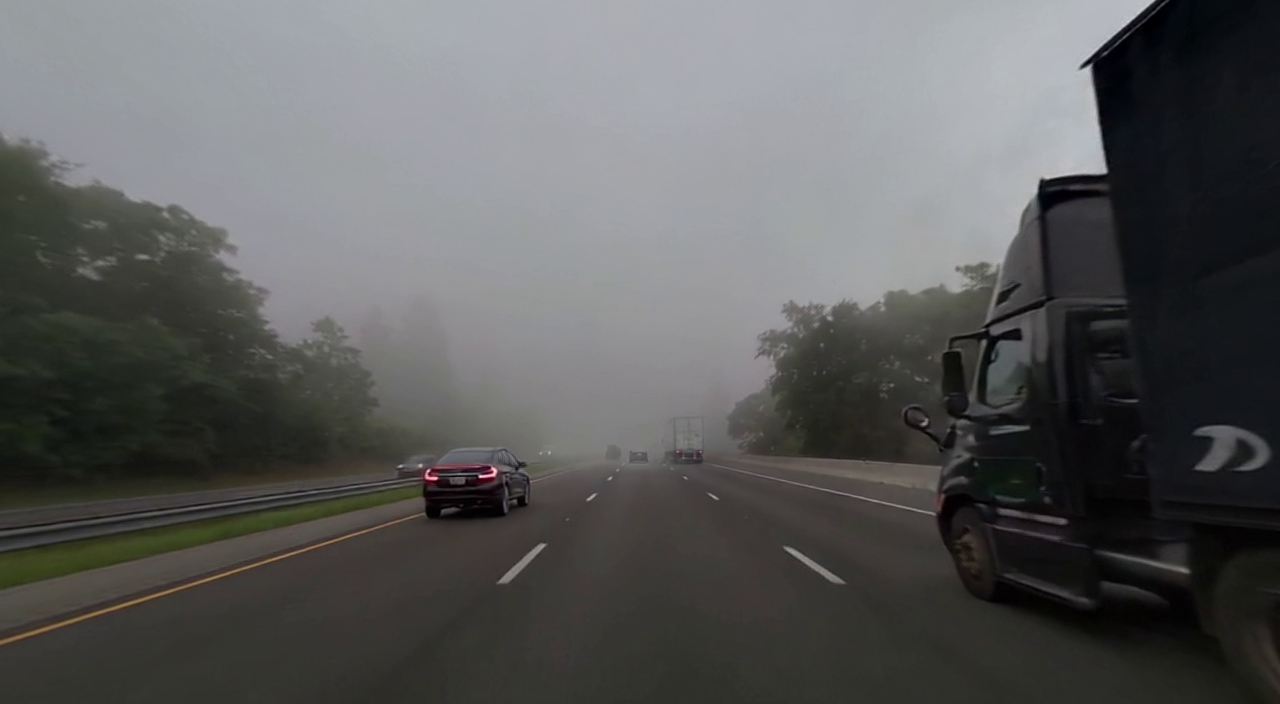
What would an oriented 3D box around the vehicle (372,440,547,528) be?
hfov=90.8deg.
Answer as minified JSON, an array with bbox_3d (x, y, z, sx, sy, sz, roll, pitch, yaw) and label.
[{"bbox_3d":[-3.353,2.570,12.868,2.121,1.445,4.651,0,-9,1],"label":"vehicle"}]

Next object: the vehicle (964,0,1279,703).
[{"bbox_3d":[4.398,-0.223,2.492,2.947,3.957,5.916,0,-9,0],"label":"vehicle"}]
